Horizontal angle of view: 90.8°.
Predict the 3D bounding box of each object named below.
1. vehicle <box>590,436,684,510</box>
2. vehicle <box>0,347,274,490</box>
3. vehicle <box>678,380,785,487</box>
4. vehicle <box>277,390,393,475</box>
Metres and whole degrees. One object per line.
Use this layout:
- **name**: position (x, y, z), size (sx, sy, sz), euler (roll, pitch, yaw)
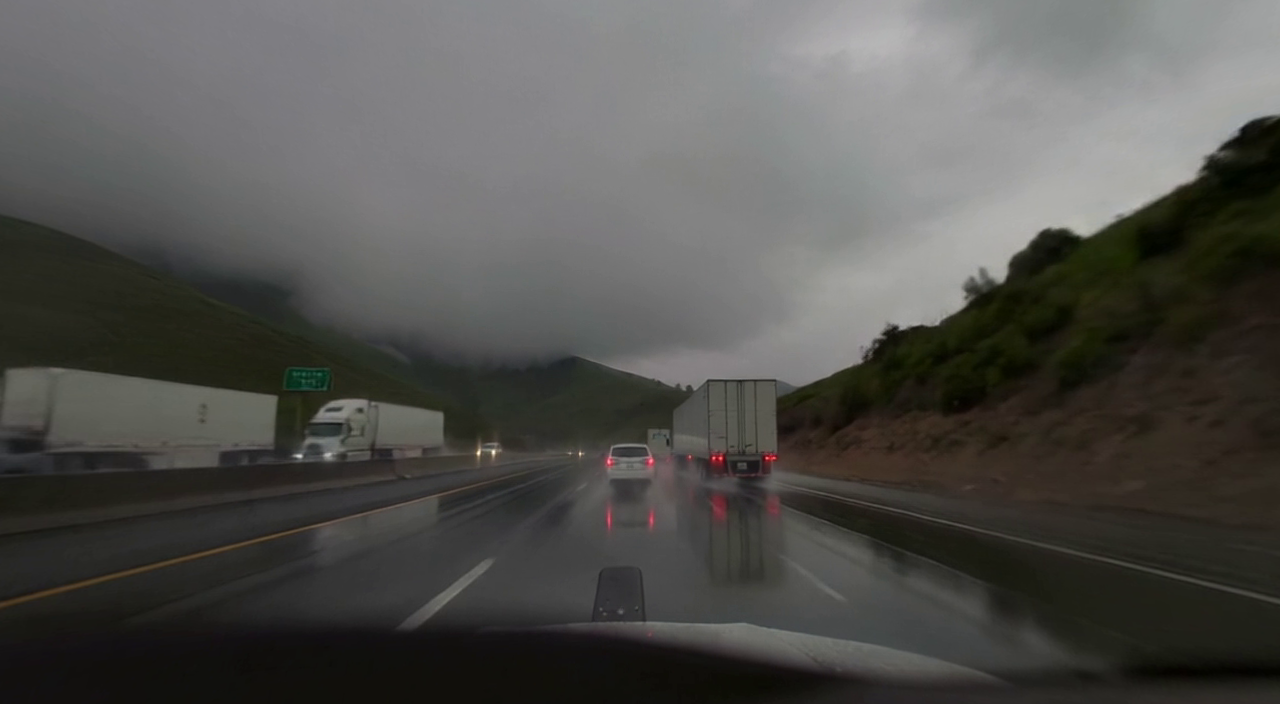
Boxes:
- **vehicle**: position (-0.082, 3.049, 16.234), size (2.109, 1.639, 3.768), euler (0, -9, -1)
- **vehicle**: position (-19.748, 2.940, 24.568), size (2.833, 4.023, 14.091), euler (0, -9, -1)
- **vehicle**: position (3.893, 4.168, 31.023), size (2.812, 4.024, 14.098), euler (0, -9, -1)
- **vehicle**: position (-15.481, 4.248, 32.591), size (2.985, 3.964, 5.868), euler (0, -9, -1)
